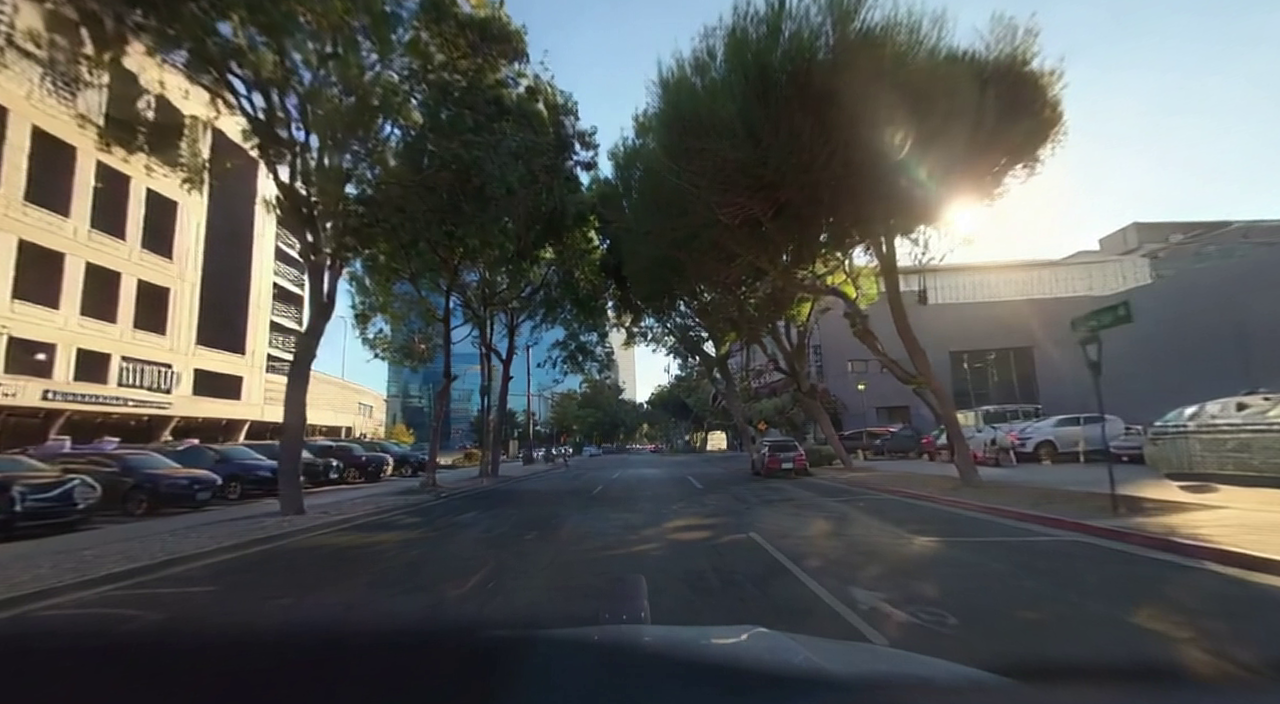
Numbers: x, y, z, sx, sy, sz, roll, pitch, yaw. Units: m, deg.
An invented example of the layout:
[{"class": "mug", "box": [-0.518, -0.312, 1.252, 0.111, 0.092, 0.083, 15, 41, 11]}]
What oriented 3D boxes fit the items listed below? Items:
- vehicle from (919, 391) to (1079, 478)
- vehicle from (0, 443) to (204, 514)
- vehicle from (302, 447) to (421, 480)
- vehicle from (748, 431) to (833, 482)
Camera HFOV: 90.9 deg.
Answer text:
[{"class": "vehicle", "box": [13.394, 3.226, 24.212, 2.935, 2.889, 5.499, -1, -9, 2]}, {"class": "vehicle", "box": [-14.393, 3.155, 15.954, 4.954, 1.614, 2.227, 0, -9, -4]}, {"class": "vehicle", "box": [-13.433, 5.420, 30.654, 4.765, 1.517, 2.182, 0, -9, 0]}, {"class": "vehicle", "box": [6.306, 4.456, 27.184, 2.338, 1.942, 5.267, 0, -9, 0]}]
